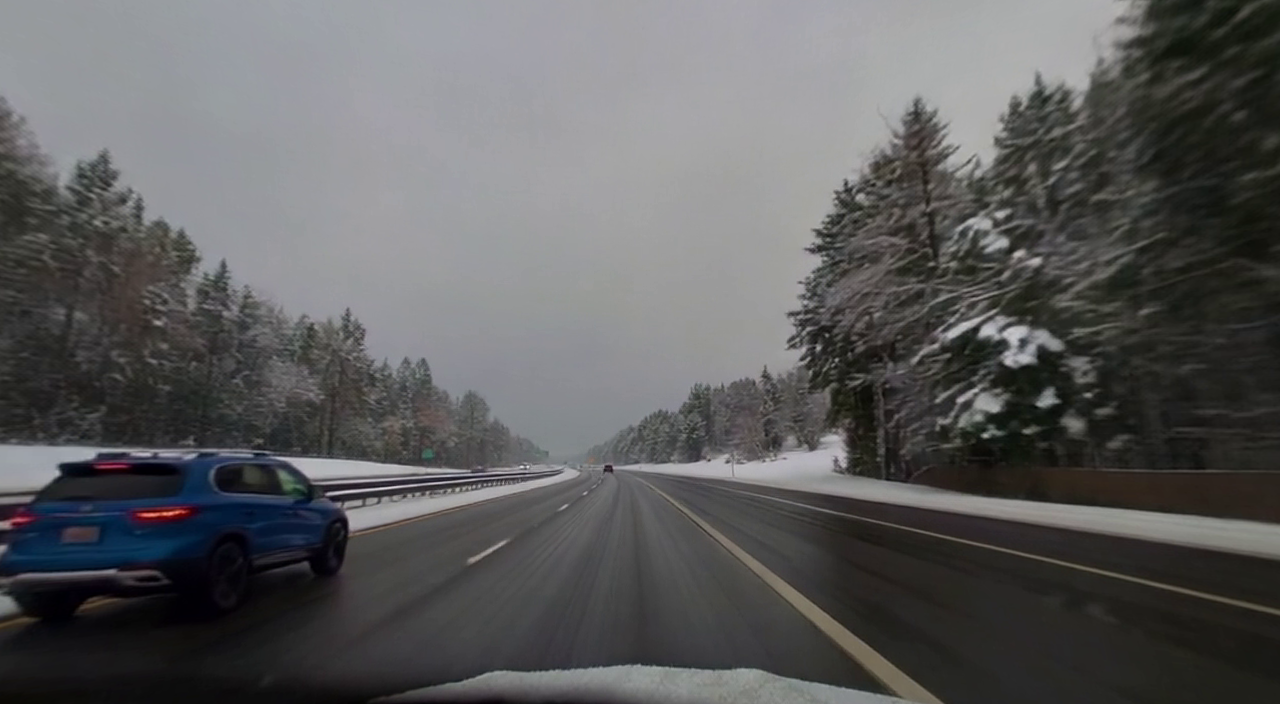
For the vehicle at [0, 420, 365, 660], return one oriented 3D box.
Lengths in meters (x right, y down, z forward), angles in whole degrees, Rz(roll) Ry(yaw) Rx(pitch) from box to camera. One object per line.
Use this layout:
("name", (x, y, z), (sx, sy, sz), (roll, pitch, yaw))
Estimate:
("vehicle", (-4.521, 1.593, 6.130), (2.025, 1.584, 3.657), (1, -10, -1))
